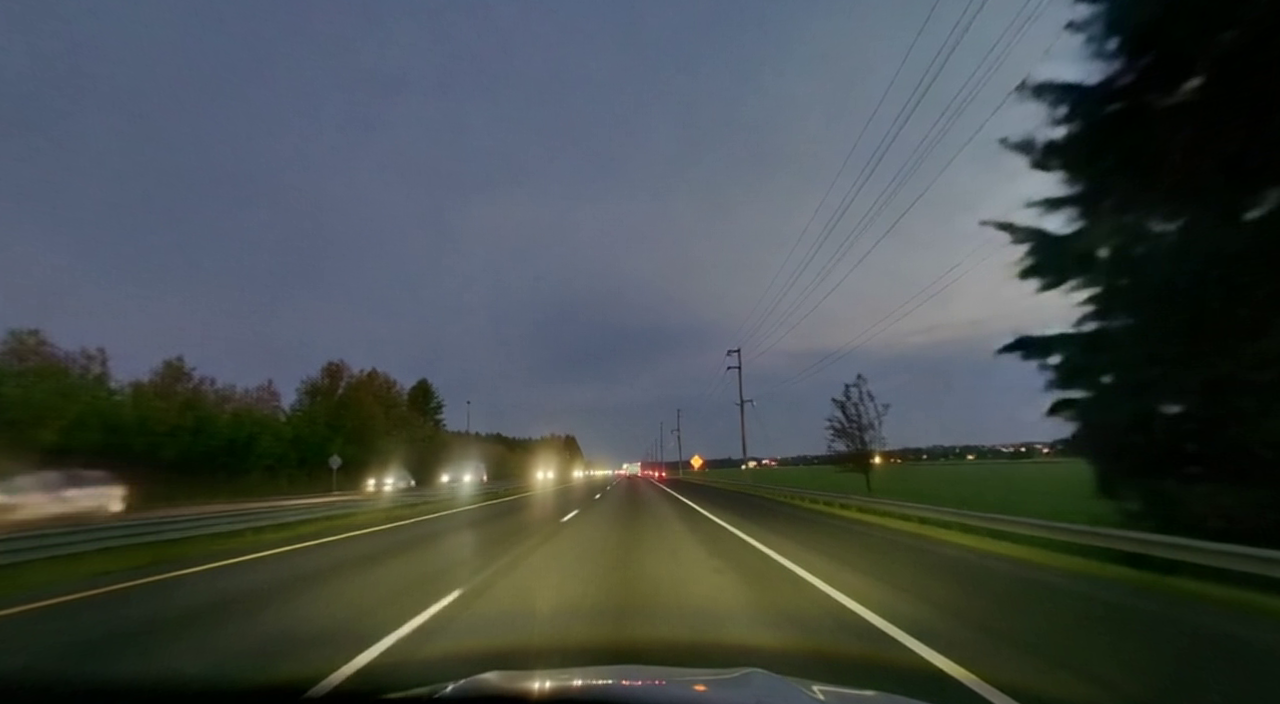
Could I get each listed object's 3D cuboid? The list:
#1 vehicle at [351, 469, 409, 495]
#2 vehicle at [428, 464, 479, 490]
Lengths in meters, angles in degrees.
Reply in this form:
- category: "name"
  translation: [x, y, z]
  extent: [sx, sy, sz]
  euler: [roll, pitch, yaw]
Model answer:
- category: "vehicle"
  translation: [-16.599, 8.336, 40.465]
  extent: [1.881, 1.500, 4.325]
  euler: [1, -11, 0]
- category: "vehicle"
  translation: [-12.551, 8.476, 42.763]
  extent: [2.033, 1.649, 4.579]
  euler: [1, -11, 0]
